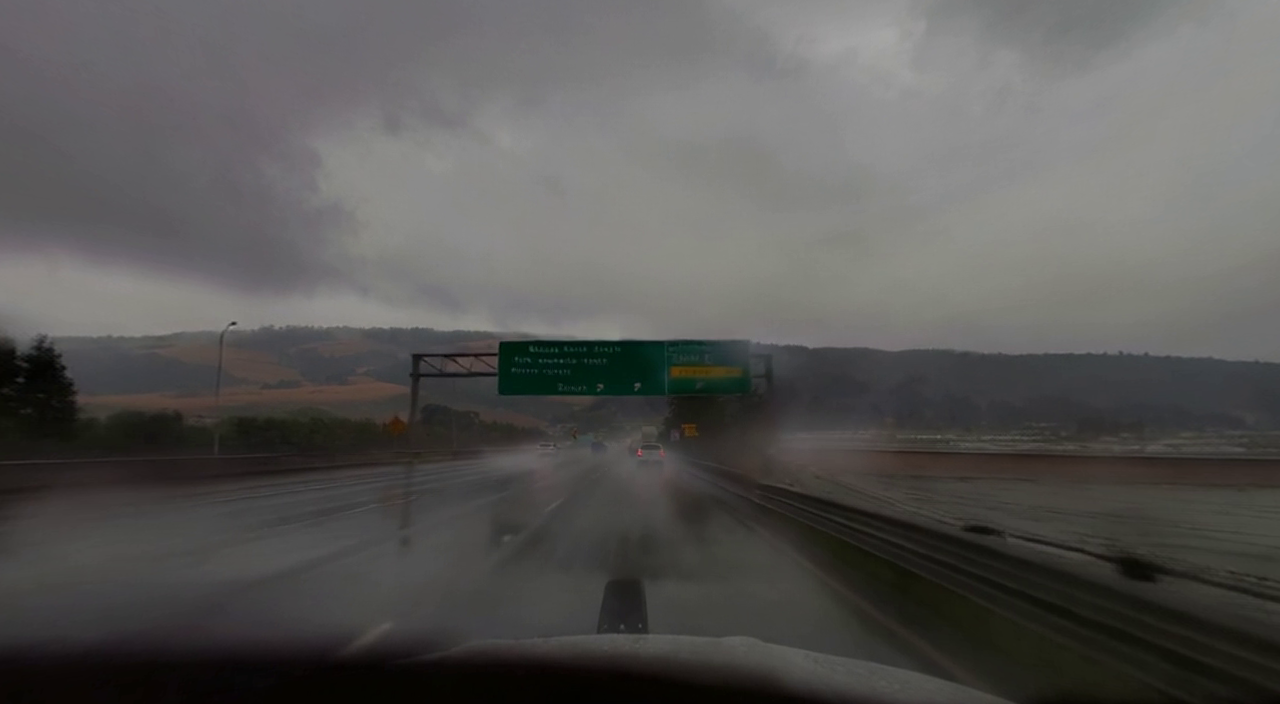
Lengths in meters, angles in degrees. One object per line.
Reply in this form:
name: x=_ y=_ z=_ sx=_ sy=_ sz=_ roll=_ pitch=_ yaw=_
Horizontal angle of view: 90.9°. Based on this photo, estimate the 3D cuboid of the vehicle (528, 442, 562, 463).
vehicle: x=-7.100 y=7.569 z=47.444 sx=1.955 sy=1.468 sz=3.637 roll=0 pitch=-9 yaw=0

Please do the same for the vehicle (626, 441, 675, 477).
vehicle: x=0.417 y=4.783 z=28.301 sx=2.019 sy=1.475 sz=4.301 roll=1 pitch=-9 yaw=-1
